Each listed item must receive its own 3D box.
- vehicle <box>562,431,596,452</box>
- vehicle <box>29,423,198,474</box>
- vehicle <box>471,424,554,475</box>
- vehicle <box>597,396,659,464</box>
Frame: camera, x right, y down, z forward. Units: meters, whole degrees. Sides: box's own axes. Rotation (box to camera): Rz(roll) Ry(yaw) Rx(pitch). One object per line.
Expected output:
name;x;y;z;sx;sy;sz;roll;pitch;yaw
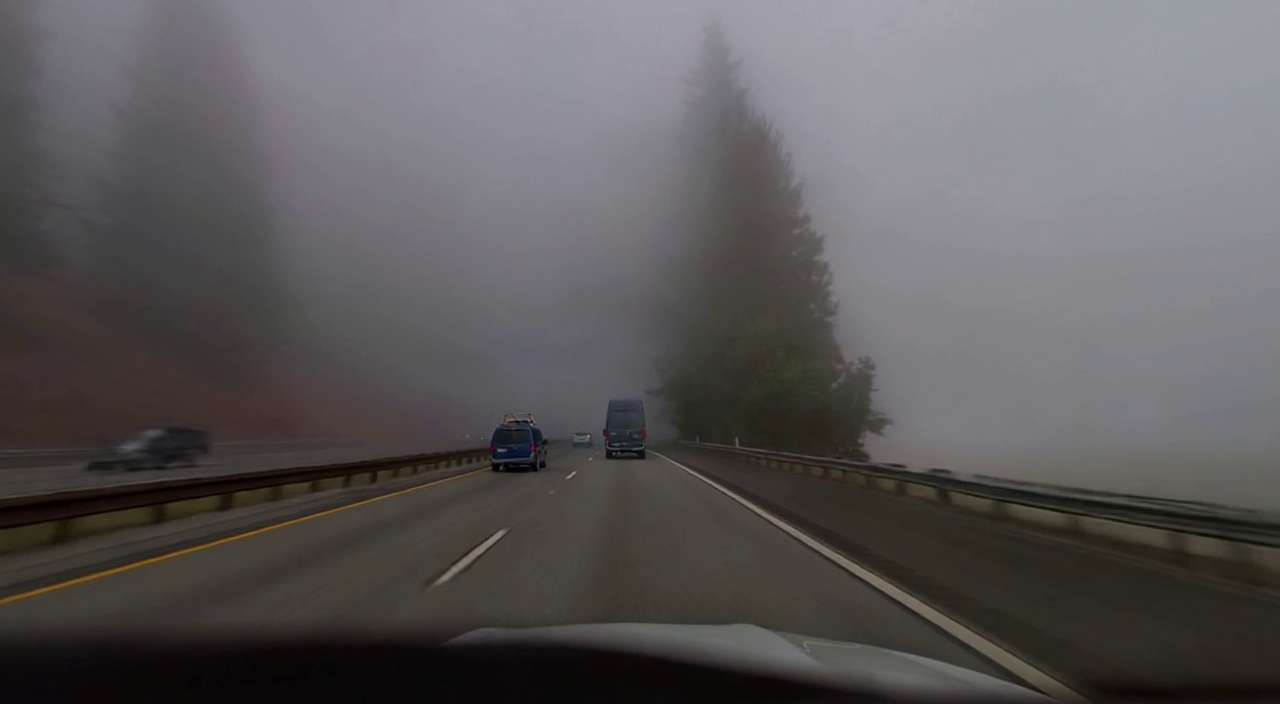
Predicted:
vehicle;-4.425;6.546;46.142;2.251;1.459;4.236;0;-8;-2
vehicle;-16.493;3.014;20.070;1.735;1.433;4.237;1;-7;-1
vehicle;-4.439;3.442;22.649;2.110;1.636;4.453;0;-8;-1
vehicle;-0.684;3.784;30.286;2.647;2.896;6.480;1;-8;-3
